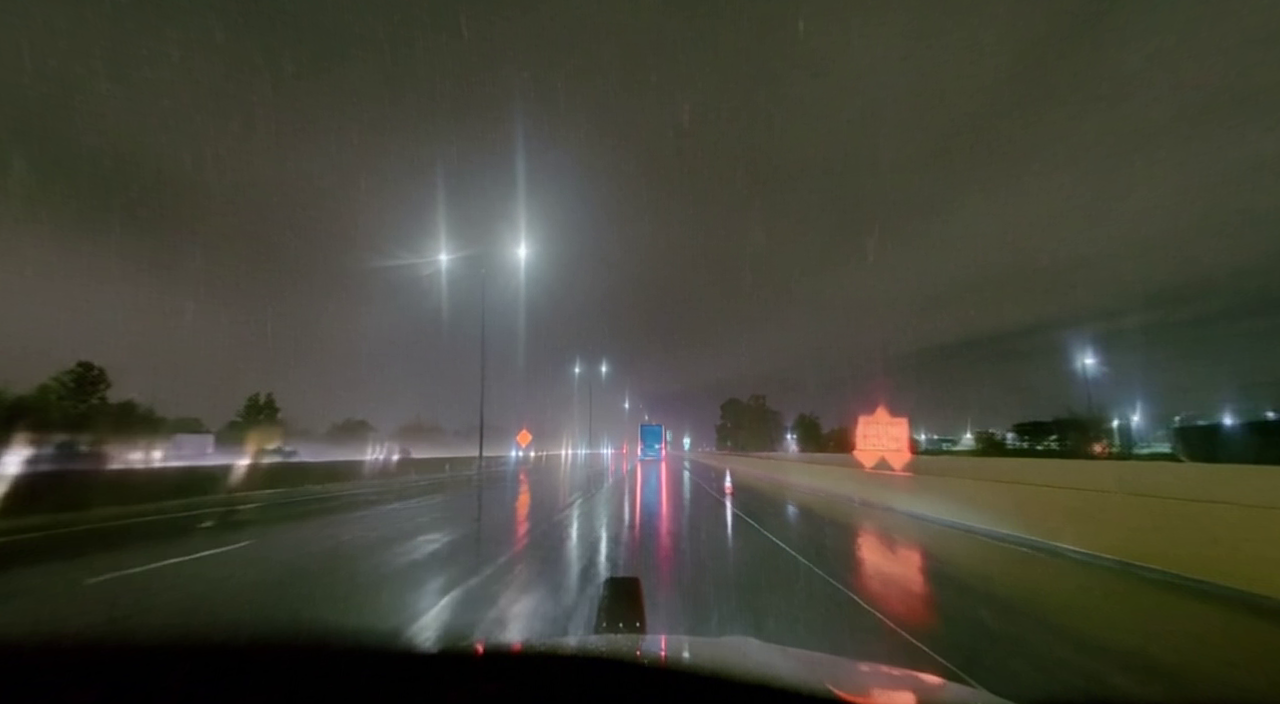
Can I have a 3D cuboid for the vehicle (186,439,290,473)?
[{"bbox_3d":[-19.866,5.162,31.431,1.931,1.567,4.767,0,-9,2],"label":"vehicle"}]
